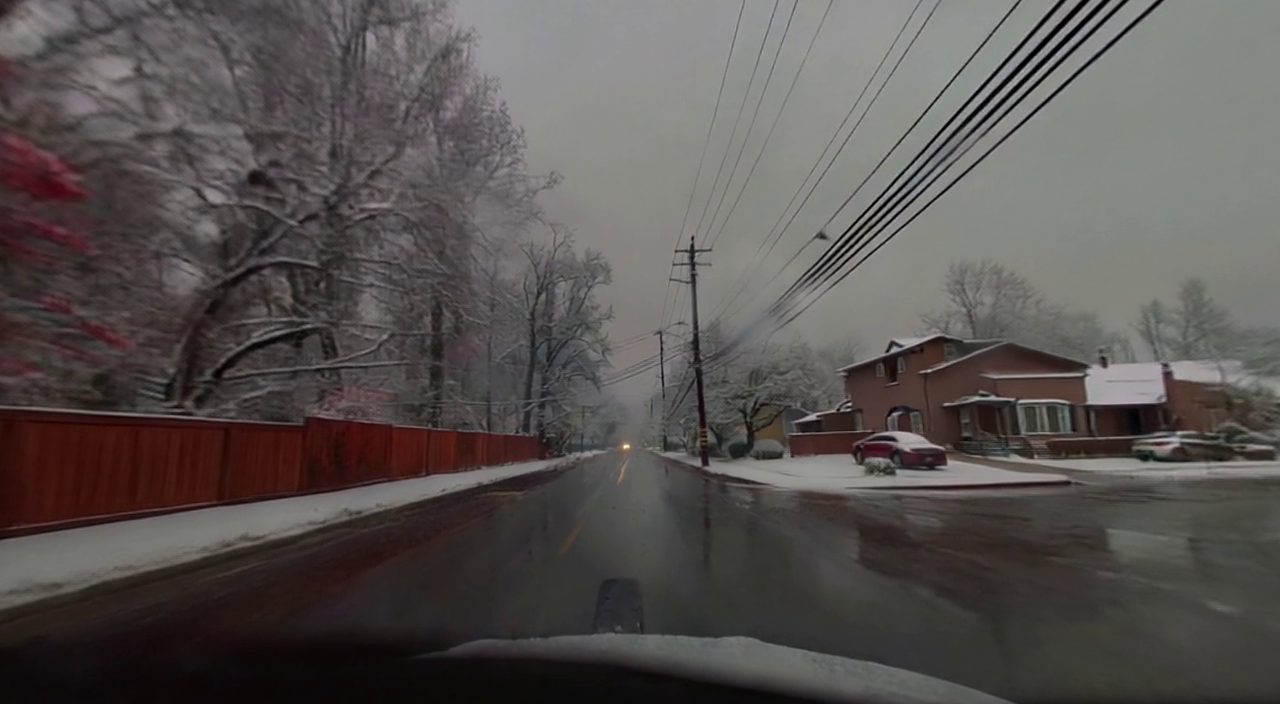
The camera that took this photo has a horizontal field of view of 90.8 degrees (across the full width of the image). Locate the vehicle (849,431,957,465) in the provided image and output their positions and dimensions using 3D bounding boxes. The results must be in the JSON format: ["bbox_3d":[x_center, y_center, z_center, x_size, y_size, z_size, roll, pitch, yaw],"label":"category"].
[{"bbox_3d":[12.345,4.573,29.985,4.286,1.525,2.219,-2,-9,10],"label":"vehicle"}]
